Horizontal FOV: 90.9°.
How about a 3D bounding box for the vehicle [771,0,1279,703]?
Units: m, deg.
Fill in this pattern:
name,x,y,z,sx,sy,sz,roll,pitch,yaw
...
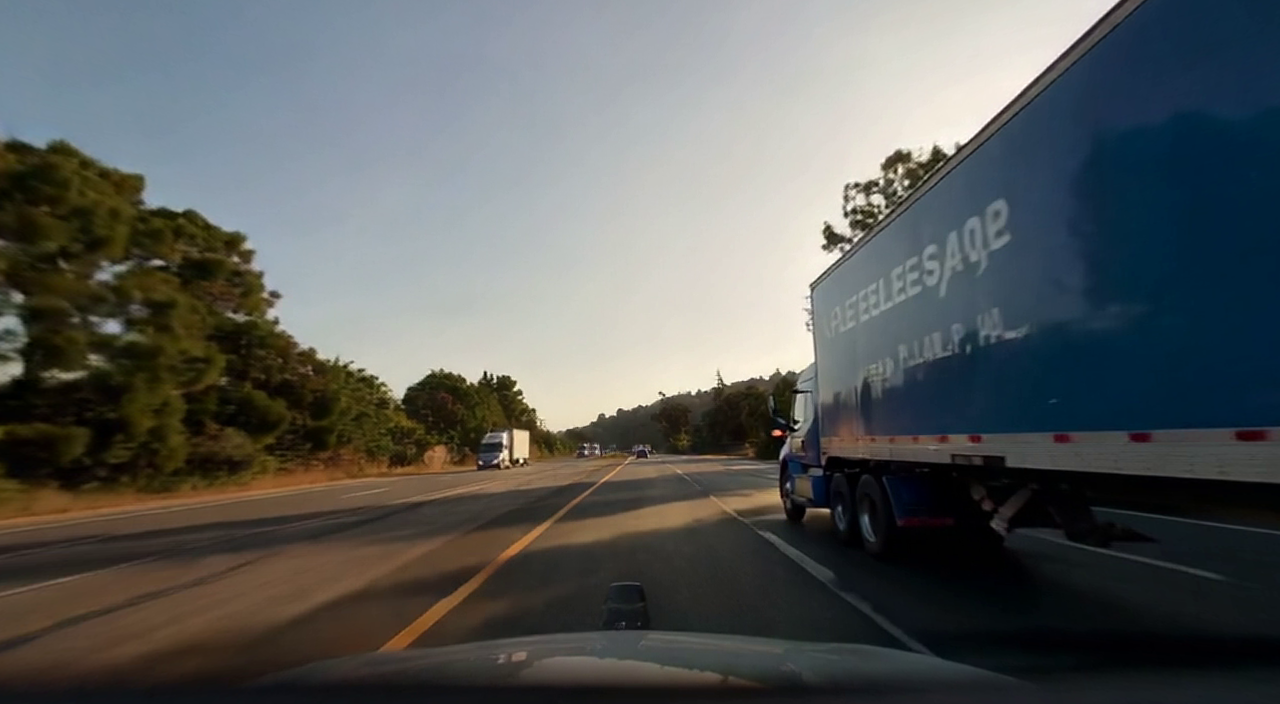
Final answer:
name,x,y,z,sx,sy,sz,roll,pitch,yaw
vehicle,3.862,0.212,7.002,2.982,4.164,7.753,0,-9,-1
